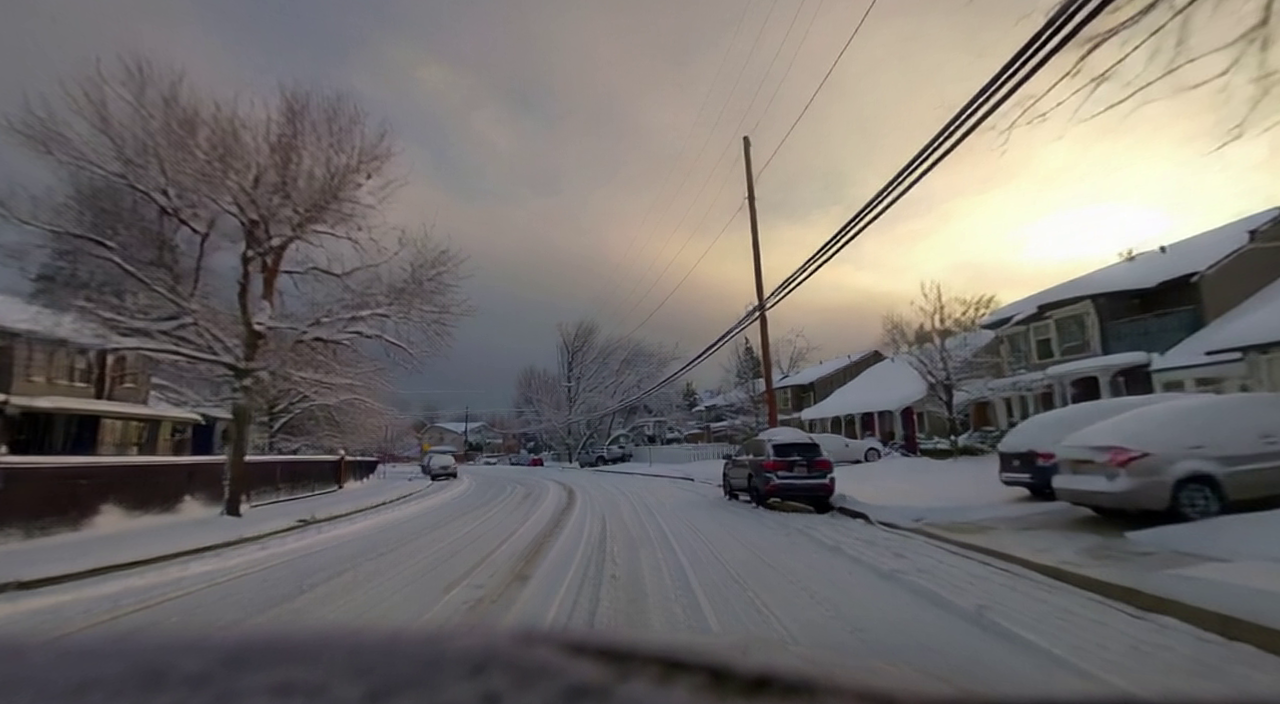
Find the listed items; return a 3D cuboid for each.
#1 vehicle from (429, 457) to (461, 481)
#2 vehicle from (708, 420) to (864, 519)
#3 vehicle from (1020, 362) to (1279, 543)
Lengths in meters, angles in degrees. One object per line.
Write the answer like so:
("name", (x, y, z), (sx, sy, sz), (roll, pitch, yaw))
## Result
("vehicle", (-13.440, 7.966, 43.347), (1.902, 1.434, 4.313), (3, -9, -19))
("vehicle", (3.226, 2.722, 15.203), (2.214, 1.962, 4.733), (1, -9, -5))
("vehicle", (8.942, 1.326, 9.498), (4.801, 2.139, 2.164), (-6, -8, -1))
